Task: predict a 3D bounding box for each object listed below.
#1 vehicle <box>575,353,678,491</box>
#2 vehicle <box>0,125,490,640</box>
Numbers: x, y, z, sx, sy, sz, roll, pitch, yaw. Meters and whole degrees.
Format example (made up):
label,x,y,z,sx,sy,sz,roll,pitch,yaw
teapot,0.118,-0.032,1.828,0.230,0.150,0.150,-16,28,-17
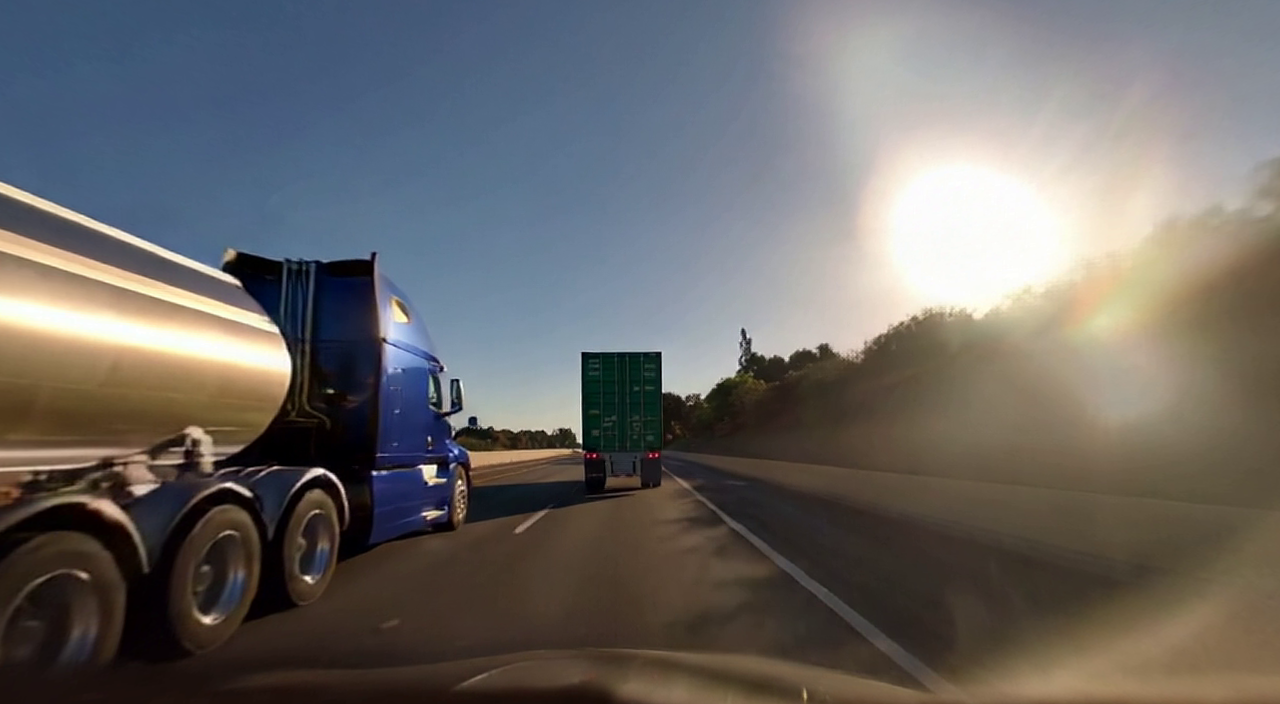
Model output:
label,x,y,z,sx,sy,sz,roll,pitch,yaw
vehicle,-0.347,2.861,23.954,2.942,4.003,11.297,0,-9,0
vehicle,-4.216,0.535,7.281,3.418,3.652,5.690,0,-9,1
